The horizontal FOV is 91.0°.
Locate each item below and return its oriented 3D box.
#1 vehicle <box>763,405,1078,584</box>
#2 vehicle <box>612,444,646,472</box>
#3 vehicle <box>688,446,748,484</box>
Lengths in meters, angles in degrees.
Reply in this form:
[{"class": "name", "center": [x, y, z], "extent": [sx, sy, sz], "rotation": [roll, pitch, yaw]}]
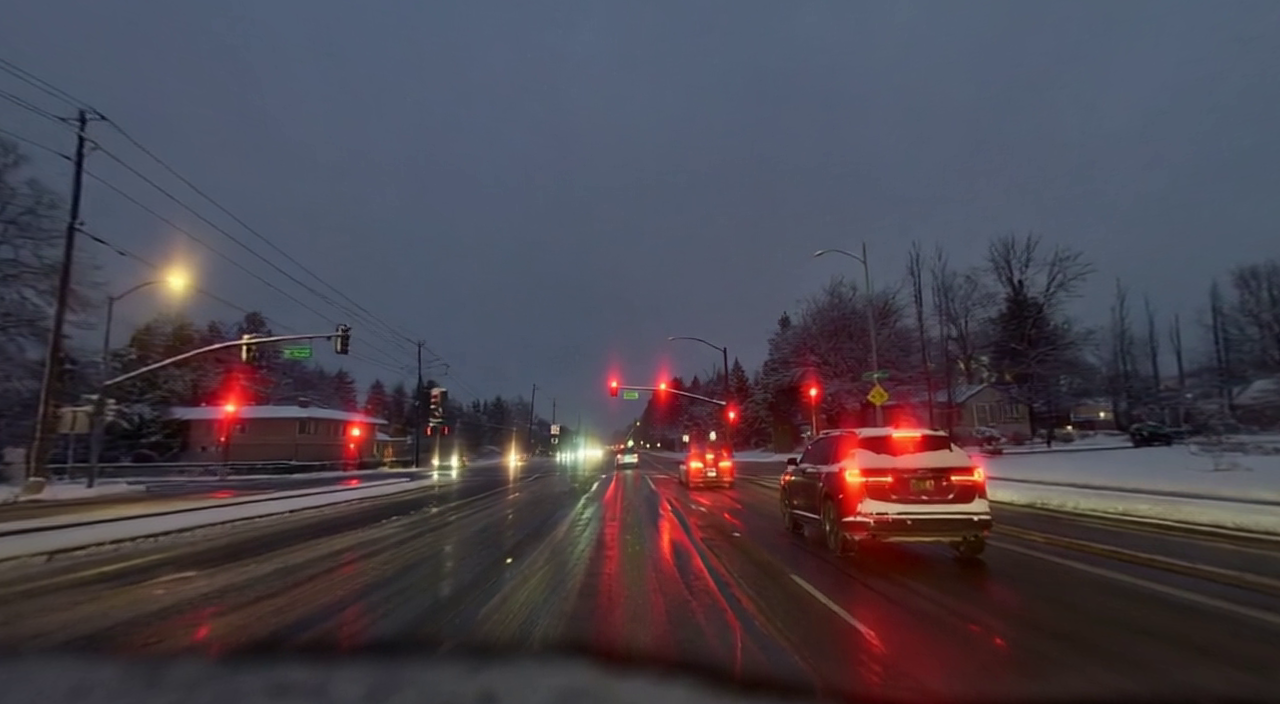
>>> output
[{"class": "vehicle", "center": [3.247, 1.767, 8.636], "extent": [2.129, 1.761, 4.610], "rotation": [0, -9, -1]}, {"class": "vehicle", "center": [-0.767, 7.003, 41.781], "extent": [2.146, 1.685, 4.003], "rotation": [0, -9, -2]}, {"class": "vehicle", "center": [3.124, 4.636, 26.119], "extent": [1.889, 1.451, 4.180], "rotation": [0, -9, -1]}]
